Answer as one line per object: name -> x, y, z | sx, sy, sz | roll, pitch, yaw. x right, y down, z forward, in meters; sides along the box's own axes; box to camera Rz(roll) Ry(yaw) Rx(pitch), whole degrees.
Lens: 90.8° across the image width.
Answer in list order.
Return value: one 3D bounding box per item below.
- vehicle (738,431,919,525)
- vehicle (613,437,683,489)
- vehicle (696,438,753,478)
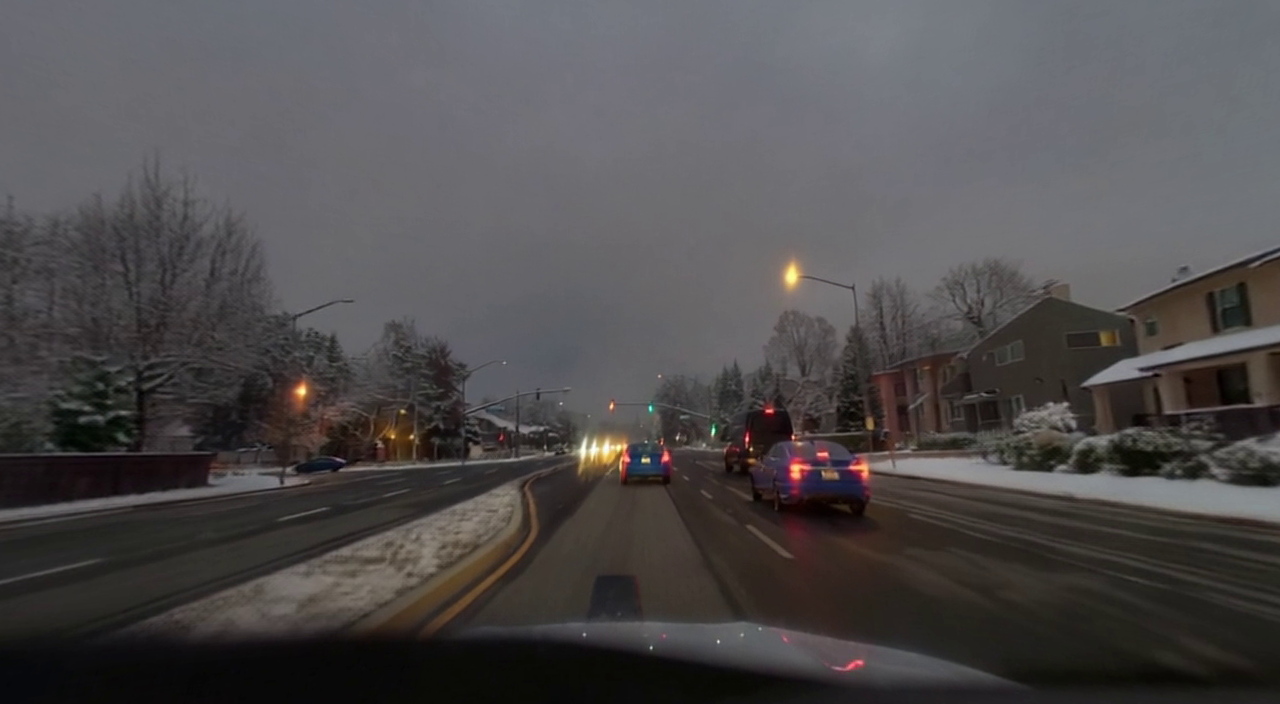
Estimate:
vehicle -> 3.464, 2.422, 12.734 | 2.161, 1.519, 4.568 | 0, -9, -1
vehicle -> 0.215, 3.582, 20.724 | 2.093, 1.497, 4.010 | 0, -9, -1
vehicle -> 3.434, 4.379, 26.301 | 1.775, 1.499, 3.488 | 0, -9, -1
